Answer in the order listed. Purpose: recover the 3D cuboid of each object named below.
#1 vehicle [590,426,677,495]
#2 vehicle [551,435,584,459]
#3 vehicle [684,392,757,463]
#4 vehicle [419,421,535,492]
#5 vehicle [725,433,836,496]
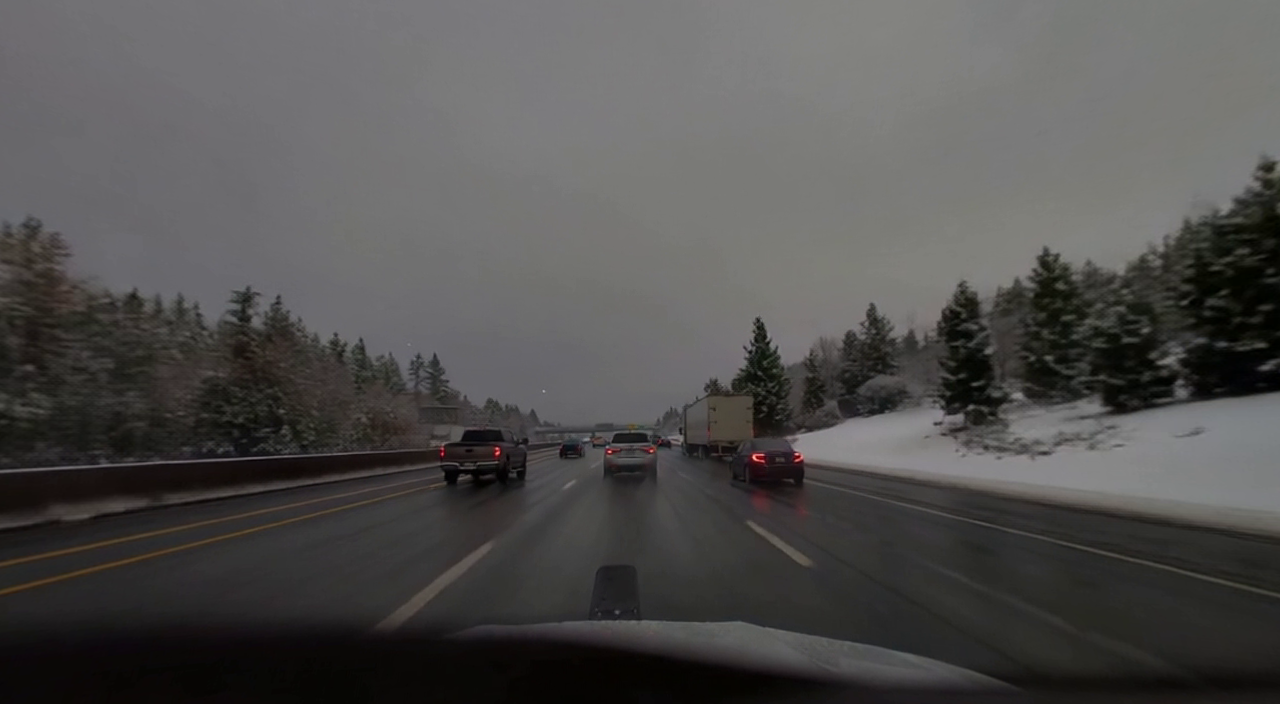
[{"bbox_3d":[-0.203,2.879,17.102,2.083,1.647,3.799,0,-8,-1],"label":"vehicle"},{"bbox_3d":[-5.417,7.104,47.296,1.971,1.648,3.983,0,-8,0],"label":"vehicle"},{"bbox_3d":[5.189,5.388,43.949,2.888,4.135,14.071,0,-8,-2],"label":"vehicle"},{"bbox_3d":[-4.541,2.972,18.389,2.101,1.767,4.702,0,-8,0],"label":"vehicle"},{"bbox_3d":[3.634,2.960,17.061,1.951,1.477,3.963,0,-8,-2],"label":"vehicle"}]
